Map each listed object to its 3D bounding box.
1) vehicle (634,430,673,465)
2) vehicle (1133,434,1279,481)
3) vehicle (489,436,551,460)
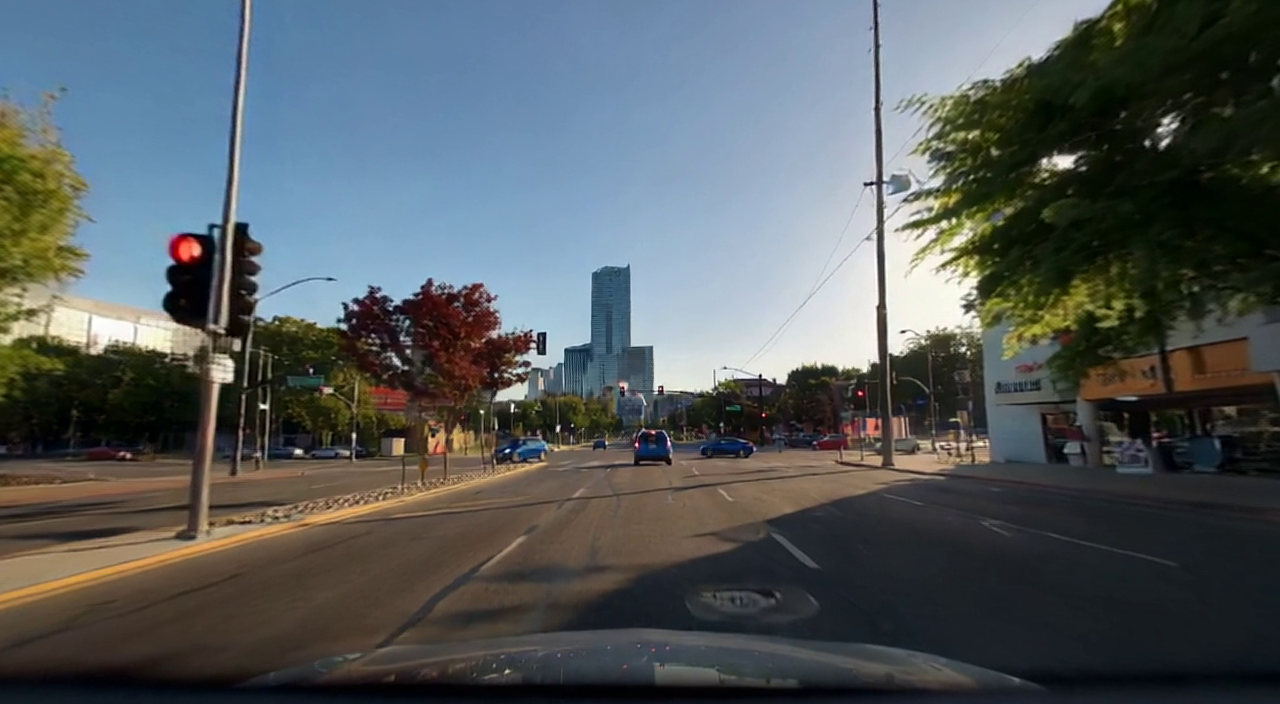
[{"bbox_3d":[0.716,5.097,33.795,1.994,1.759,4.186,0,-8,1],"label":"vehicle"},{"bbox_3d":[19.763,3.526,21.283,4.479,1.488,2.038,0,-8,1],"label":"vehicle"},{"bbox_3d":[-8.638,6.925,45.725,1.954,1.673,4.460,-4,-9,28],"label":"vehicle"}]
